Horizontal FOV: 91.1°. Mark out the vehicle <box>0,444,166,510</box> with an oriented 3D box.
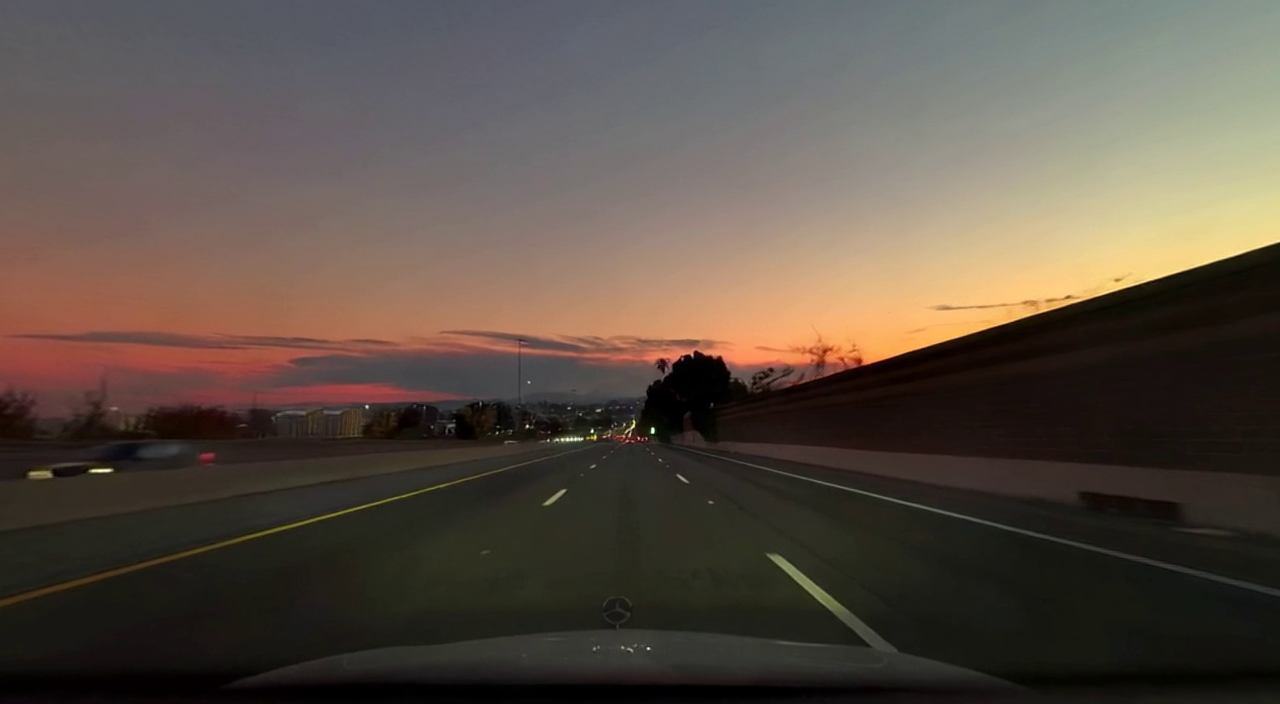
[{"bbox_3d":[-16.114,3.406,17.724,1.944,1.556,4.504,0,-8,0],"label":"vehicle"}]
